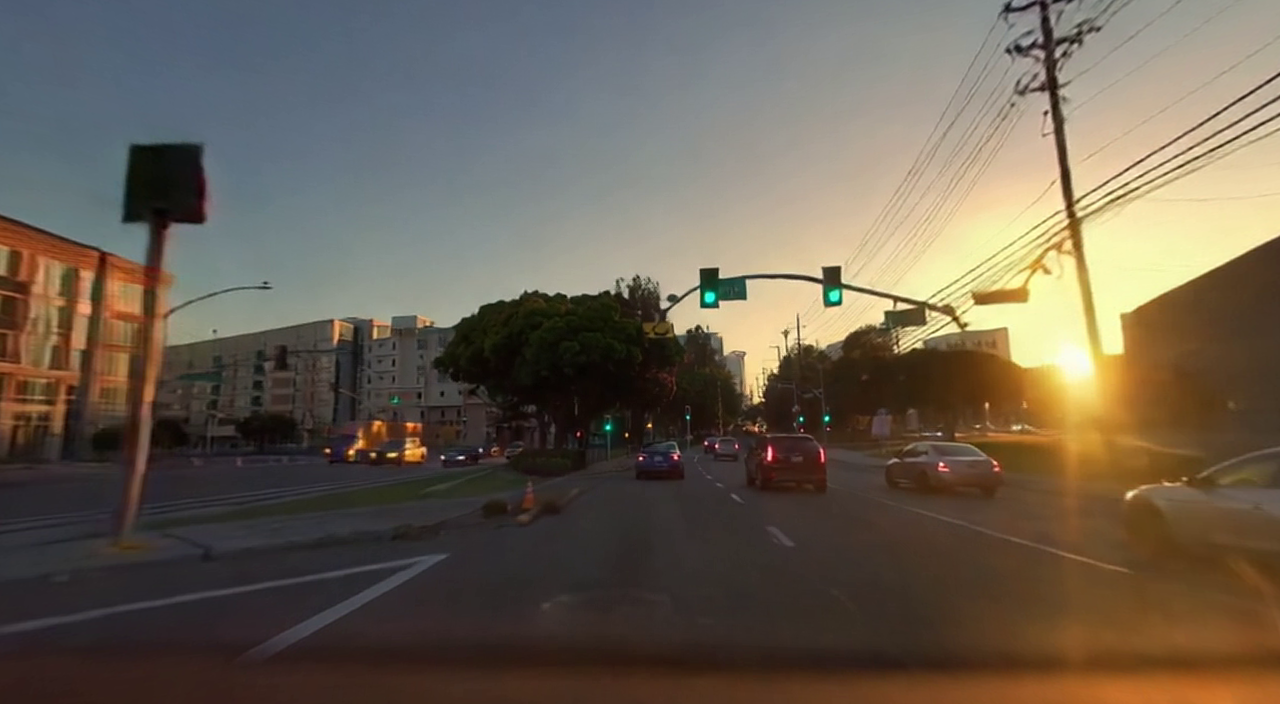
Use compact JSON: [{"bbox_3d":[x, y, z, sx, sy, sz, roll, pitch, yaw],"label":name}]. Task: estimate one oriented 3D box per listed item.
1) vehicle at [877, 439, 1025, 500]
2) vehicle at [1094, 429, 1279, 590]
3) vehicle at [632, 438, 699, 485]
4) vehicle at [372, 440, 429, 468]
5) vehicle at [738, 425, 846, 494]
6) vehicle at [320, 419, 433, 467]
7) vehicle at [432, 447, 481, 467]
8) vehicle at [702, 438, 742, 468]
[{"bbox_3d":[8.500,3.220,17.796,1.882,1.463,4.543,0,-8,0],"label":"vehicle"},{"bbox_3d":[6.849,1.460,5.868,1.866,1.471,4.478,0,-8,0],"label":"vehicle"},{"bbox_3d":[0.915,3.855,22.540,2.168,1.527,4.174,-1,-8,3],"label":"vehicle"},{"bbox_3d":[-16.313,6.944,43.155,2.052,1.770,4.545,0,-8,1],"label":"vehicle"},{"bbox_3d":[4.380,3.199,19.100,2.119,1.810,4.848,0,-8,1],"label":"vehicle"},{"bbox_3d":[-20.199,7.187,49.772,3.354,3.314,12.985,0,-8,0],"label":"vehicle"},{"bbox_3d":[-12.925,7.401,44.600,1.926,1.303,4.686,-1,-8,2],"label":"vehicle"},{"bbox_3d":[4.662,5.804,36.459,1.896,1.612,4.203,0,-8,2],"label":"vehicle"}]
